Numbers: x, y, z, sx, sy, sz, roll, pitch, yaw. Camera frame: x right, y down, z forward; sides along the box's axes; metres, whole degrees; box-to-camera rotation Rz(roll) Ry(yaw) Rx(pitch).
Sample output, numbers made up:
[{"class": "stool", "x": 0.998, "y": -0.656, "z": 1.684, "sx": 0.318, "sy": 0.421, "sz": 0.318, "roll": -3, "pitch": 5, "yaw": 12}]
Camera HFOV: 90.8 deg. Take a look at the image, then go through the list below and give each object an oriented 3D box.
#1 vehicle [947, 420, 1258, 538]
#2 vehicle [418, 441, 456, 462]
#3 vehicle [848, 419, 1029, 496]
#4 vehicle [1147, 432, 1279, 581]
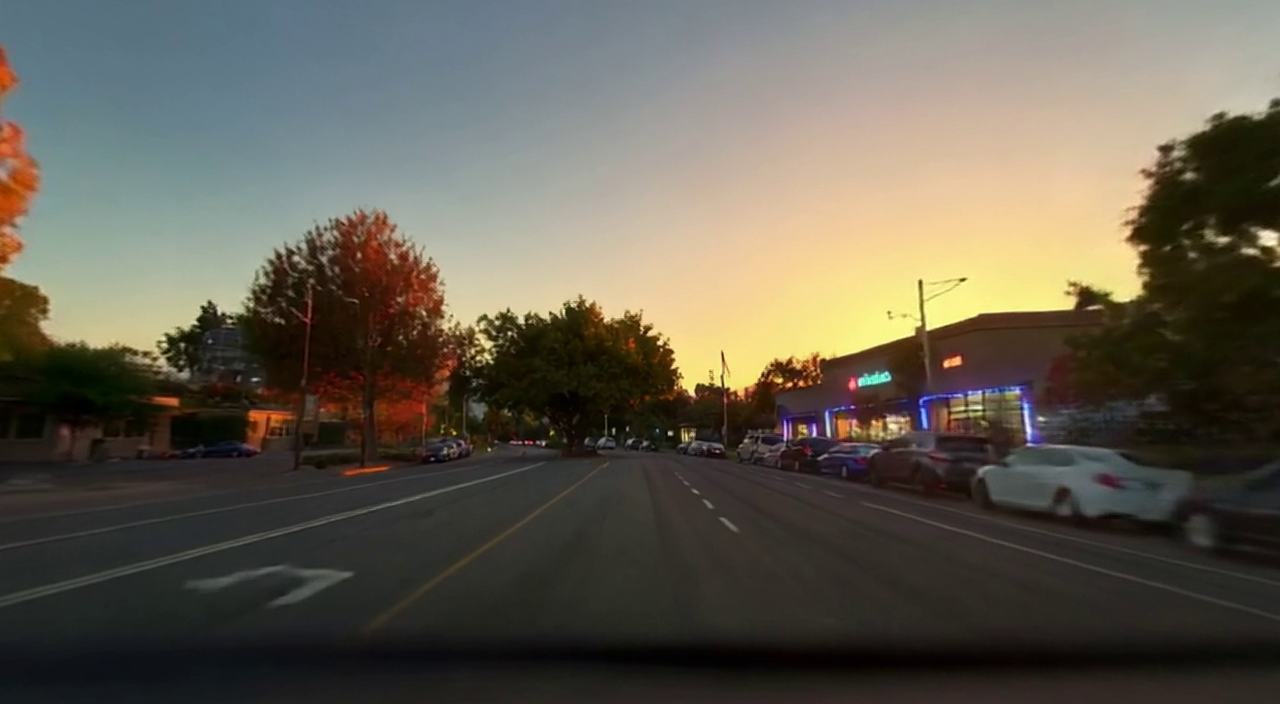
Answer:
[{"class": "vehicle", "x": 7.642, "y": 2.128, "z": 11.211, "sx": 2.205, "sy": 1.658, "sz": 4.404, "roll": 0, "pitch": -8, "yaw": 1}, {"class": "vehicle", "x": -15.587, "y": 7.664, "z": 48.699, "sx": 2.027, "sy": 1.470, "sz": 4.550, "roll": 1, "pitch": -9, "yaw": -8}, {"class": "vehicle", "x": 7.548, "y": 2.749, "z": 16.749, "sx": 2.095, "sy": 1.693, "sz": 5.173, "roll": 0, "pitch": -8, "yaw": -2}, {"class": "vehicle", "x": 7.456, "y": 1.464, "z": 5.763, "sx": 2.057, "sy": 1.478, "sz": 4.356, "roll": 0, "pitch": -8, "yaw": 1}]
